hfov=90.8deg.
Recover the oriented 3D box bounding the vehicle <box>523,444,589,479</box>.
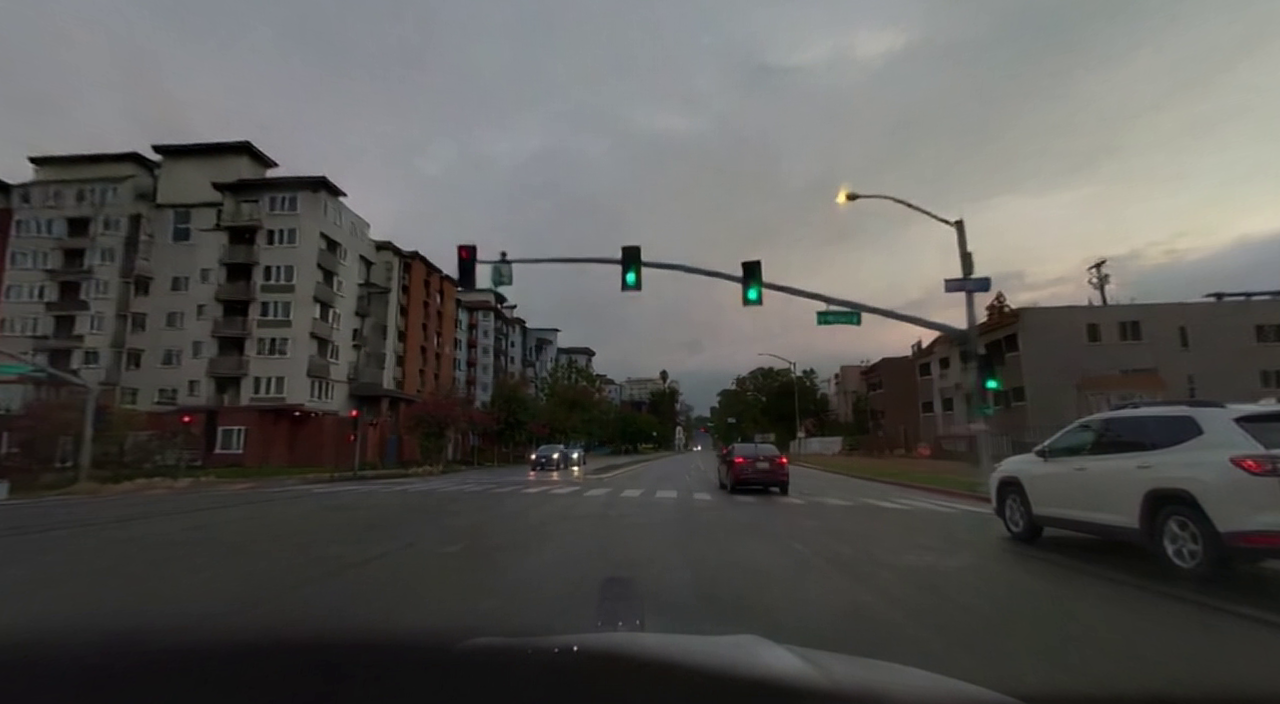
[{"bbox_3d":[-3.828,5.076,29.596,2.032,1.484,4.437,-1,-9,6],"label":"vehicle"}]

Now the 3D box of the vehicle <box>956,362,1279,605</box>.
[{"bbox_3d":[6.584,1.480,7.730,2.427,2.017,5.763,0,-9,0],"label":"vehicle"}]

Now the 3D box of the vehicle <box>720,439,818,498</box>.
[{"bbox_3d":[3.578,3.320,18.423,2.003,1.480,4.494,0,-9,1],"label":"vehicle"}]
